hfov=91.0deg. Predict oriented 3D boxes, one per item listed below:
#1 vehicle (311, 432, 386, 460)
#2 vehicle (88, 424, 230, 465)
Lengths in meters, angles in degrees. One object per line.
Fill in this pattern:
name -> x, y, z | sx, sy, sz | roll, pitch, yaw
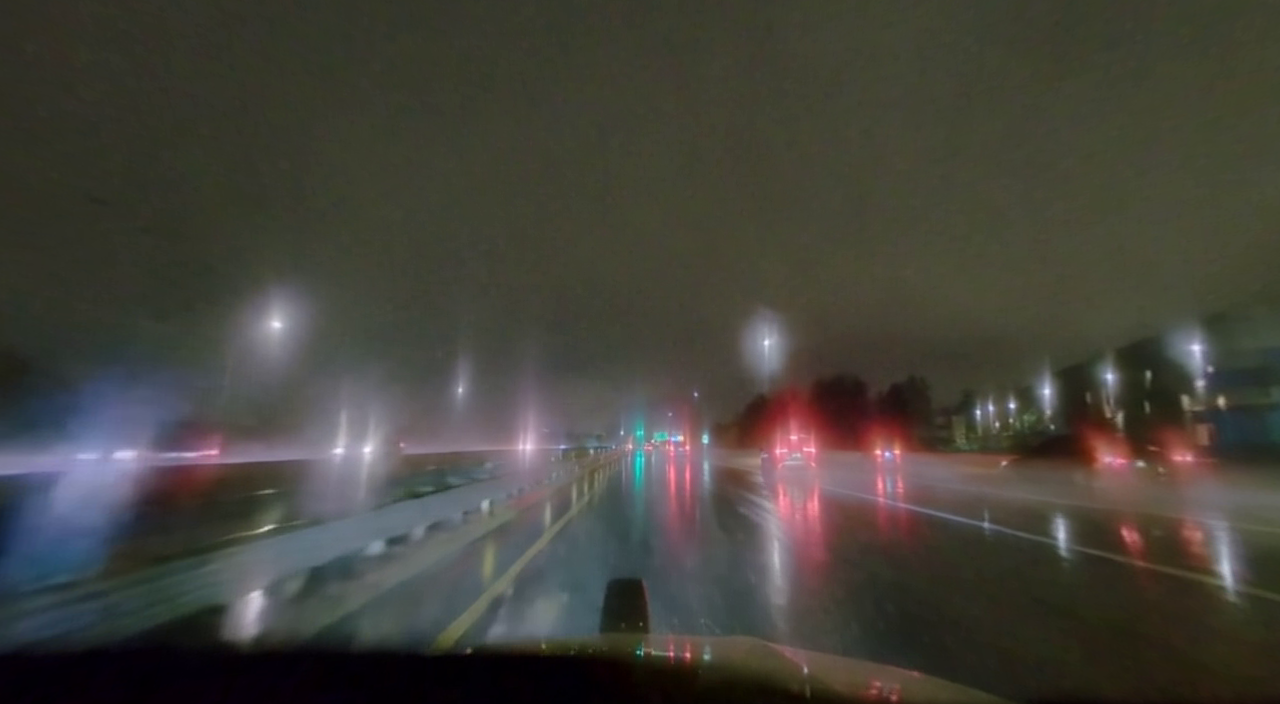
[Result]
vehicle -> -16.157, 5.256, 35.210 | 2.033, 1.463, 4.515 | 0, -8, 0
vehicle -> -19.769, 3.869, 26.252 | 2.074, 1.536, 4.893 | 0, -8, 0
